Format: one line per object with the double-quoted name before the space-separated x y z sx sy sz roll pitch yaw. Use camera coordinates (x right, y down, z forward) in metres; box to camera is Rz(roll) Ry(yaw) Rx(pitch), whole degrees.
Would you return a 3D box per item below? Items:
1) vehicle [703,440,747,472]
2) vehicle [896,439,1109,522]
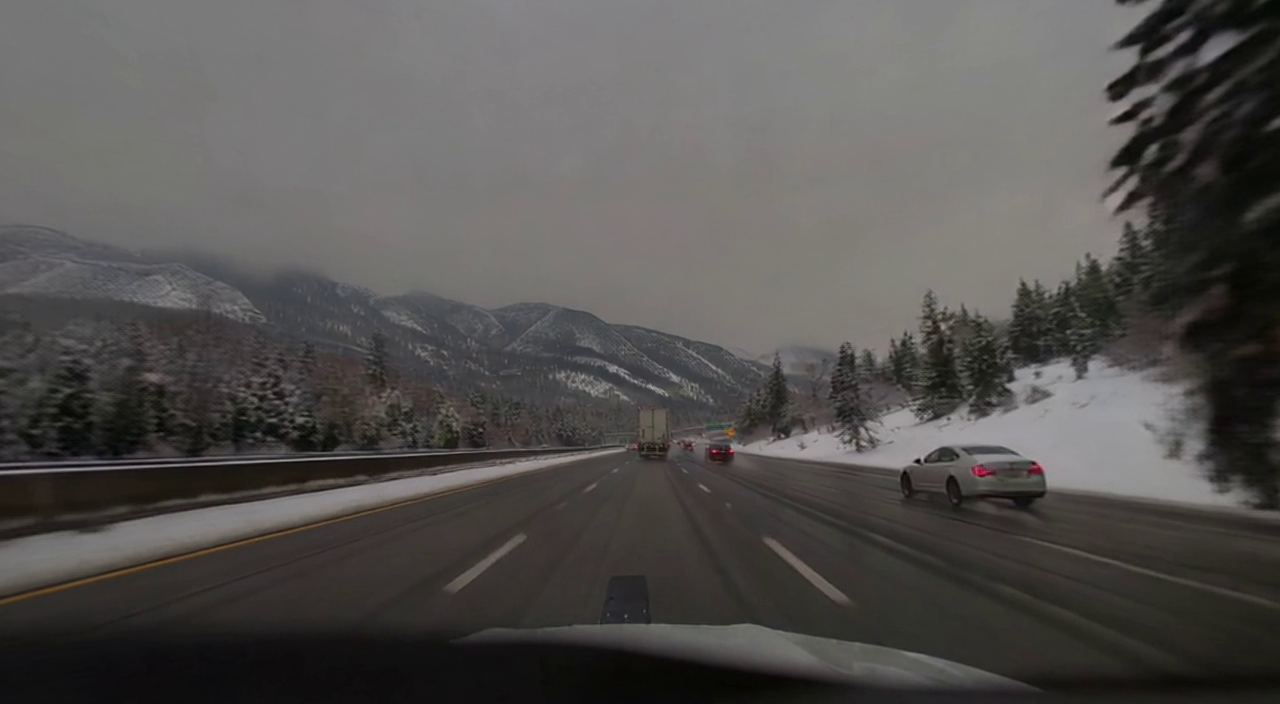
"vehicle" 4.579 5.655 34.490 1.880 1.624 3.941 0 -9 1
"vehicle" 7.254 2.585 13.244 1.982 1.440 4.171 0 -9 0
